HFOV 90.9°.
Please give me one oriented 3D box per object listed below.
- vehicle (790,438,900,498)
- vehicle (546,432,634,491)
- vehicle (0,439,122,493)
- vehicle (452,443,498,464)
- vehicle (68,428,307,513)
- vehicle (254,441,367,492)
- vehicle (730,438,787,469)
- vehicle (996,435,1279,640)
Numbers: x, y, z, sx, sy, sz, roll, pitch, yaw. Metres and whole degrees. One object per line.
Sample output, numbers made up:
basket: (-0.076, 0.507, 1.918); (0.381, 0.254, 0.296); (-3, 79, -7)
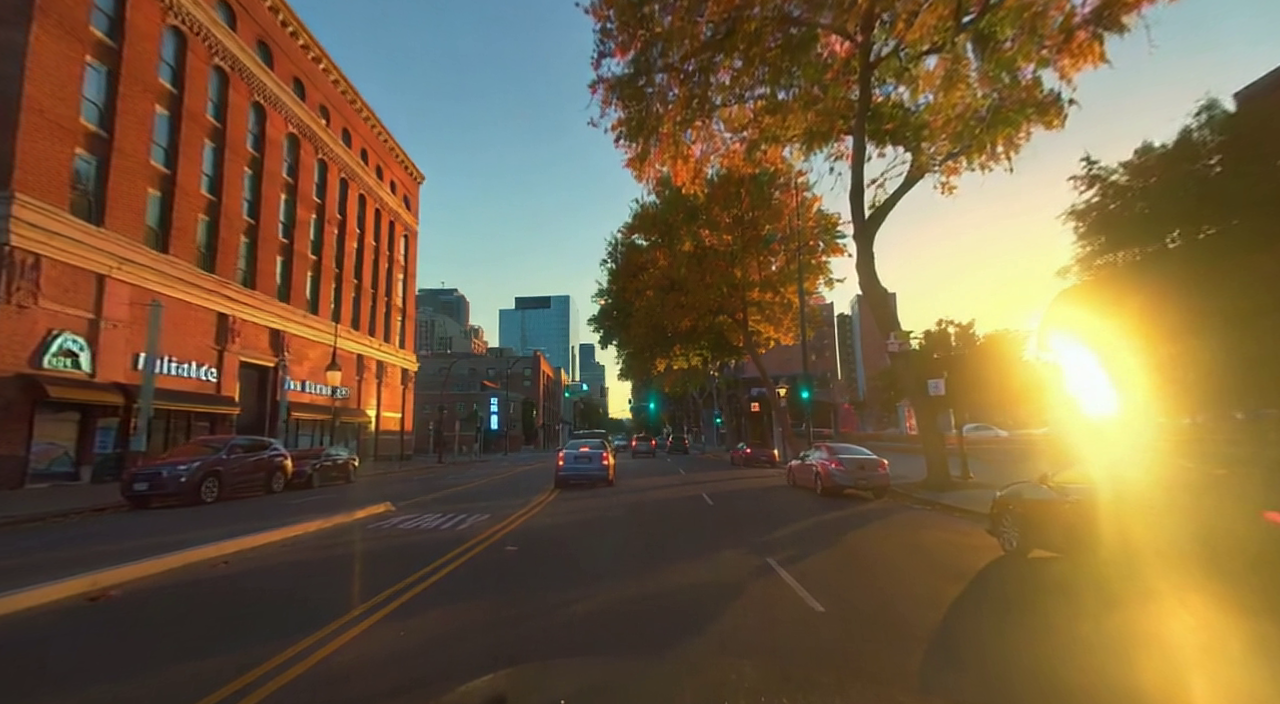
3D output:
vehicle: (5.845, 3.334, 18.527); (1.986, 1.555, 3.879); (0, -8, 1)
vehicle: (-1.475, 3.039, 17.914); (2.169, 1.427, 4.531); (1, -8, -6)
vehicle: (-20.496, 3.779, 21.190); (1.903, 1.629, 4.525); (-1, -8, 7)
vehicle: (-12.395, 7.627, 47.633); (2.075, 1.472, 4.638); (0, -8, 2)
vehicle: (-12.556, 3.316, 18.306); (2.384, 2.044, 6.030); (0, -8, 1)
vehicle: (-12.508, 4.334, 24.330); (2.000, 1.708, 4.494); (-2, -8, -1)
vehicle: (6.043, 5.209, 32.573); (1.956, 1.446, 4.537); (0, -8, -1)
vehicle: (5.810, 1.618, 6.201); (1.961, 1.533, 4.473); (0, -8, 0)
